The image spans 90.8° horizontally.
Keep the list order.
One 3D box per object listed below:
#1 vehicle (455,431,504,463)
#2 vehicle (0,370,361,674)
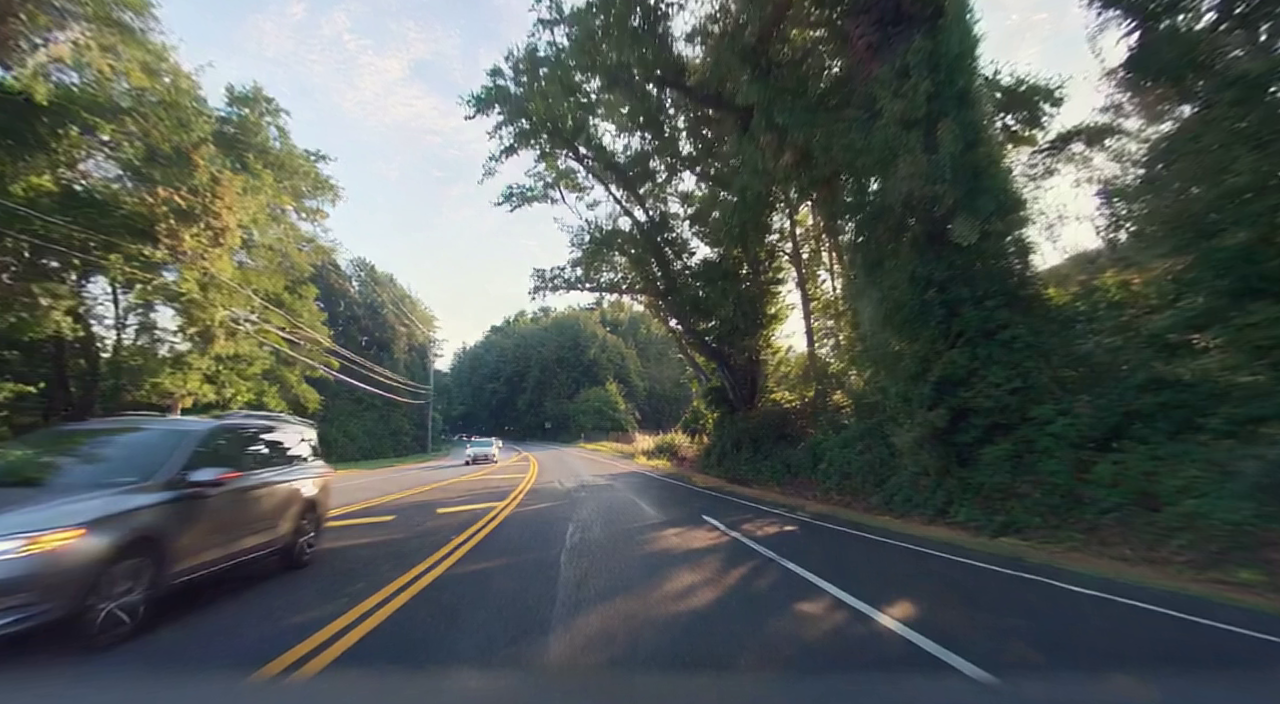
[{"bbox_3d":[-10.448,6.225,41.541,2.397,1.932,5.703,1,-8,-7],"label":"vehicle"},{"bbox_3d":[-4.885,1.433,6.449,2.312,1.962,4.692,1,-8,-6],"label":"vehicle"}]
